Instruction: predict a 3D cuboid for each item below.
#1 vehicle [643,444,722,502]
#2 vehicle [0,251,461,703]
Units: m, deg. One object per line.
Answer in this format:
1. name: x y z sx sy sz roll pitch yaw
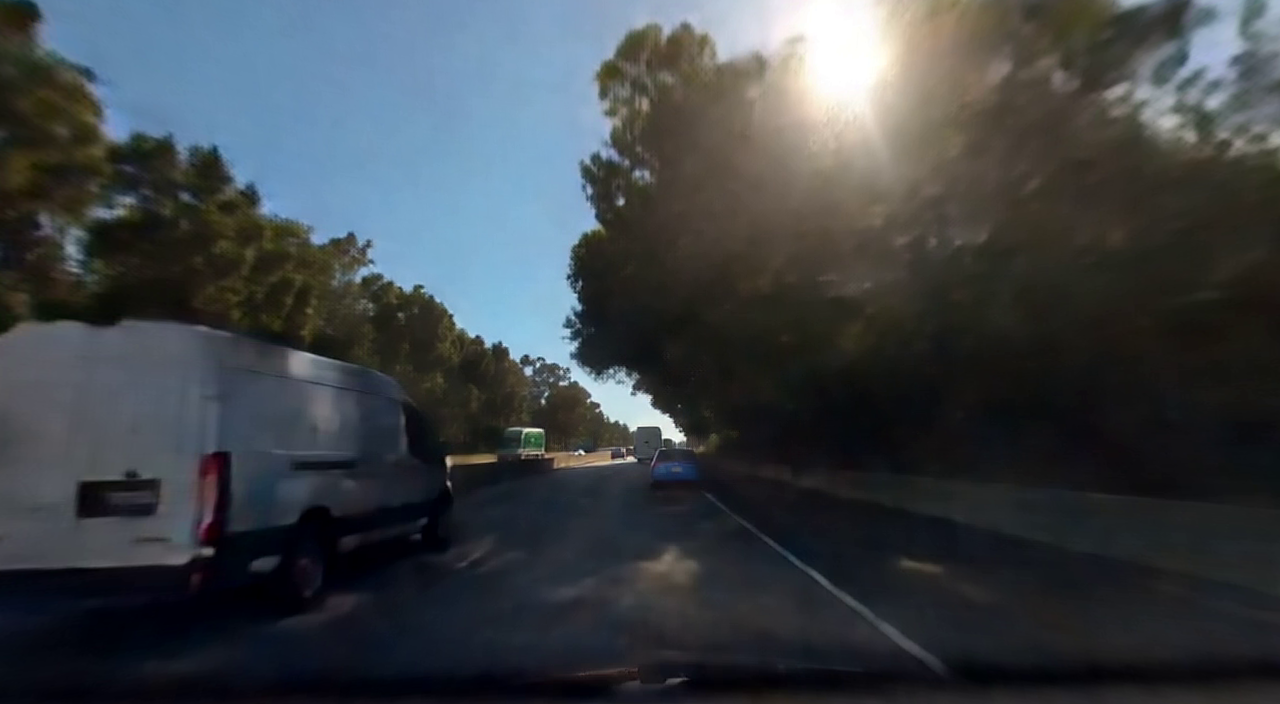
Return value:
1. vehicle: 1.100 3.401 18.083 2.012 1.485 3.649 0 -9 0
2. vehicle: -3.155 1.007 4.689 2.217 2.033 4.975 0 -9 -1
